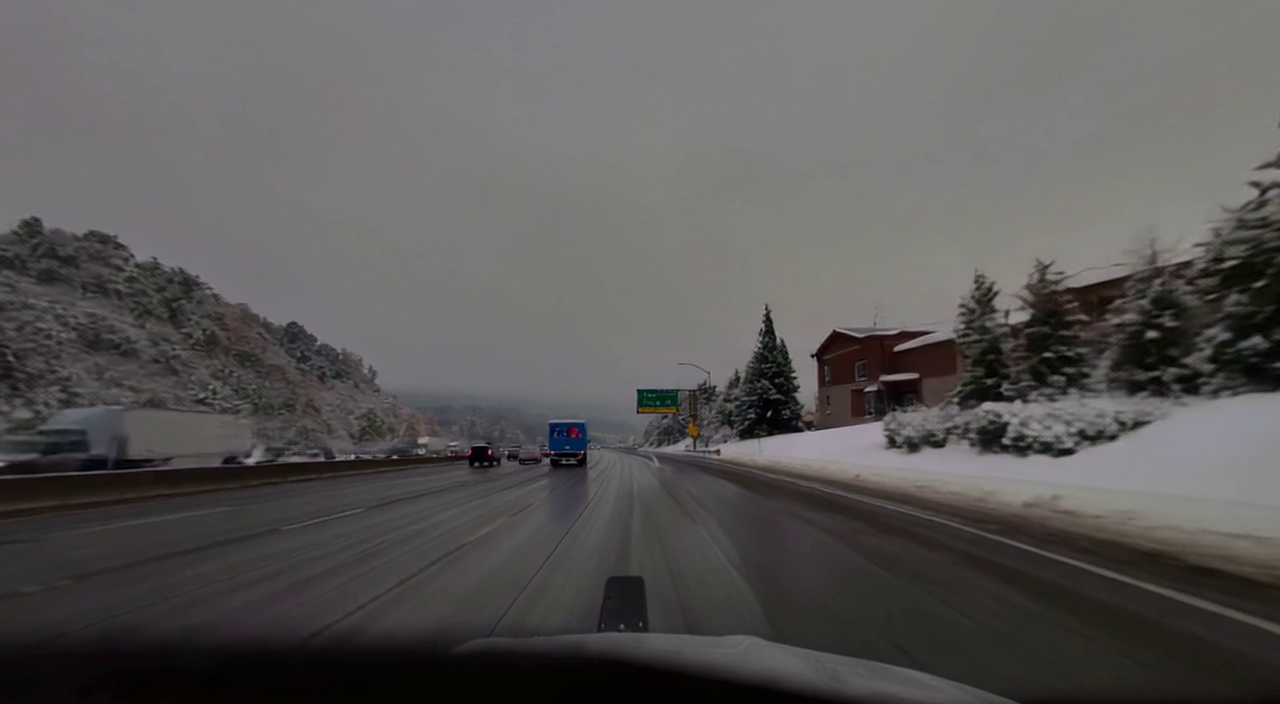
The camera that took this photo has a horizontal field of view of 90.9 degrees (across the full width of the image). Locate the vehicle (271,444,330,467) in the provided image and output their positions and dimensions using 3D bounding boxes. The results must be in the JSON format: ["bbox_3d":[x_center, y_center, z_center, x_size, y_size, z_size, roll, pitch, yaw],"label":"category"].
[{"bbox_3d":[-25.580,7.801,47.744,1.904,1.575,4.743,0,-8,-2],"label":"vehicle"}]

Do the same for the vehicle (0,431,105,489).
[{"bbox_3d":[-25.111,4.197,24.903,2.564,2.117,6.007,2,-8,1],"label":"vehicle"}]

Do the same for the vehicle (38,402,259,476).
[{"bbox_3d":[-29.620,5.475,39.612,3.034,3.793,14.014,0,-8,-2],"label":"vehicle"}]

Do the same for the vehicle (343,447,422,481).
[{"bbox_3d":[-11.841,5.150,29.340,1.879,1.431,4.425,0,-8,-1],"label":"vehicle"}]

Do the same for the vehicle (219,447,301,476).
[{"bbox_3d":[-21.167,6.067,35.337,1.886,1.464,4.370,0,-8,-1],"label":"vehicle"}]

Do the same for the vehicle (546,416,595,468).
[{"bbox_3d":[-4.828,6.390,45.115,2.798,3.212,7.573,3,-8,-2],"label":"vehicle"}]
